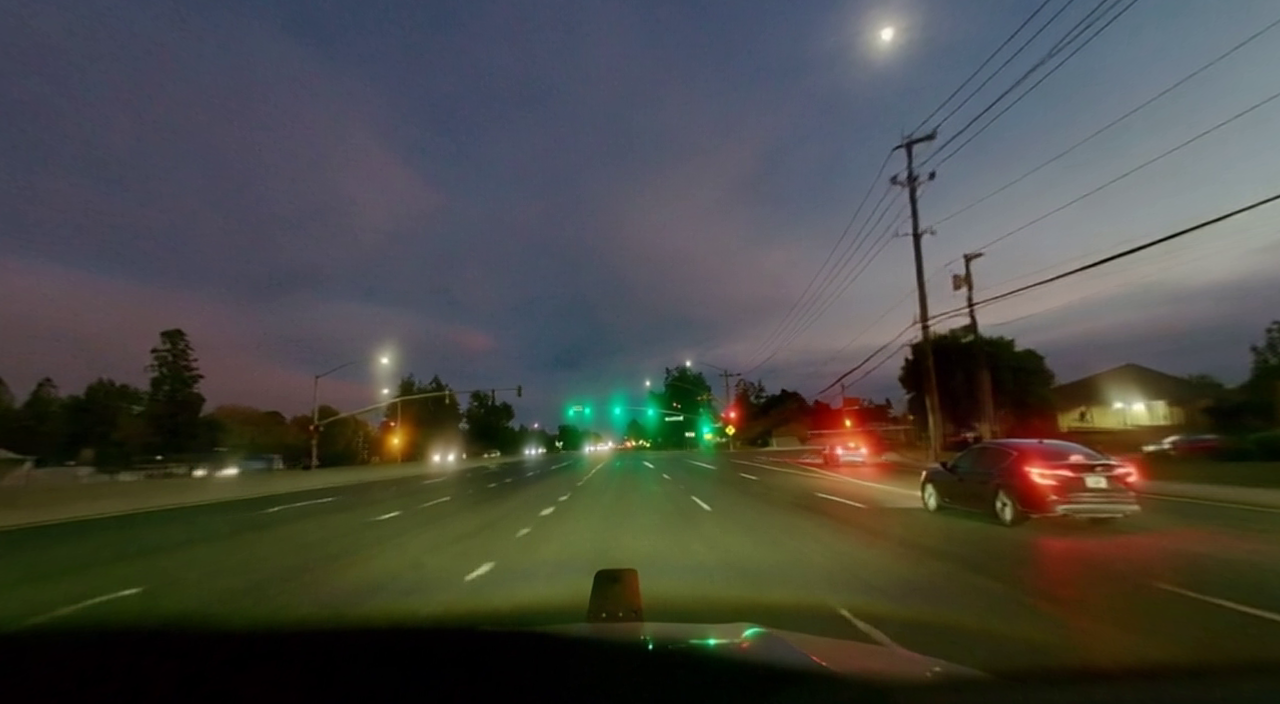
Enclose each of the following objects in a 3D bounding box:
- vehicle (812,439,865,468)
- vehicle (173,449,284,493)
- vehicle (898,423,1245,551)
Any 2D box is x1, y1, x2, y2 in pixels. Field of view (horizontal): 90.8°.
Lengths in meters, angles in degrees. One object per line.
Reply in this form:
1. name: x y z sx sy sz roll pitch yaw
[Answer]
1. vehicle: 11.589 5.955 37.110 1.979 1.581 4.271 -1 -8 4
2. vehicle: -18.031 5.180 27.993 1.982 1.728 4.552 0 -8 -2
3. vehicle: 6.199 1.980 10.032 2.113 1.520 4.650 0 -8 -2
